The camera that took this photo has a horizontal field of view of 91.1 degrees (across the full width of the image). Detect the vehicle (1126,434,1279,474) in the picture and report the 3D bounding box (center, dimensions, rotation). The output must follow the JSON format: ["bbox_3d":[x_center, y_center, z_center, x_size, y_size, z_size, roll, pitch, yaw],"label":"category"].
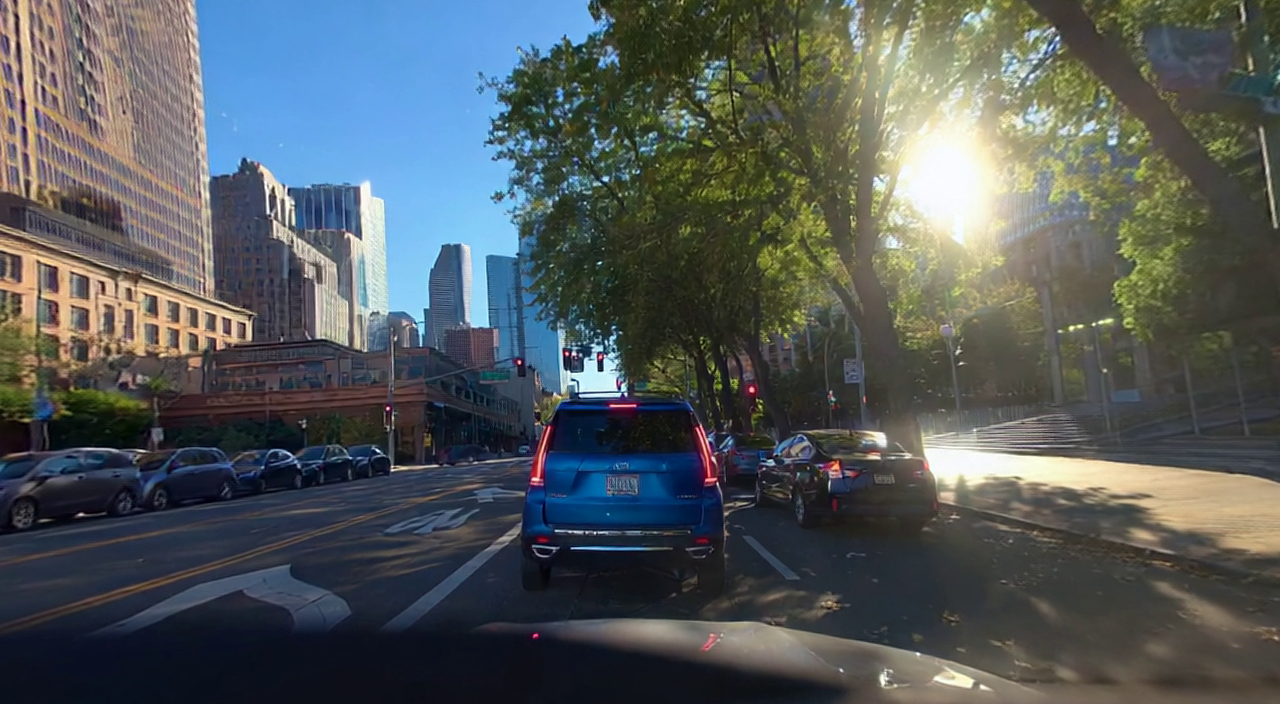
[{"bbox_3d":[22.160,4.034,24.962,4.055,1.469,1.848,-4,-9,26],"label":"vehicle"}]

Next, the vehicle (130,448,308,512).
[{"bbox_3d":[-12.490,3.778,19.130,2.207,1.648,4.675,0,-8,-1],"label":"vehicle"}]

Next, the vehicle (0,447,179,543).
[{"bbox_3d":[-12.546,2.908,13.455,1.891,1.723,4.360,0,-8,1],"label":"vehicle"}]

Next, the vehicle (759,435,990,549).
[{"bbox_3d":[3.349,2.078,10.031,2.056,1.422,4.130,0,-8,-1],"label":"vehicle"}]

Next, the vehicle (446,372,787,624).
[{"bbox_3d":[-0.157,1.366,6.767,2.453,1.816,4.300,0,-8,0],"label":"vehicle"}]
